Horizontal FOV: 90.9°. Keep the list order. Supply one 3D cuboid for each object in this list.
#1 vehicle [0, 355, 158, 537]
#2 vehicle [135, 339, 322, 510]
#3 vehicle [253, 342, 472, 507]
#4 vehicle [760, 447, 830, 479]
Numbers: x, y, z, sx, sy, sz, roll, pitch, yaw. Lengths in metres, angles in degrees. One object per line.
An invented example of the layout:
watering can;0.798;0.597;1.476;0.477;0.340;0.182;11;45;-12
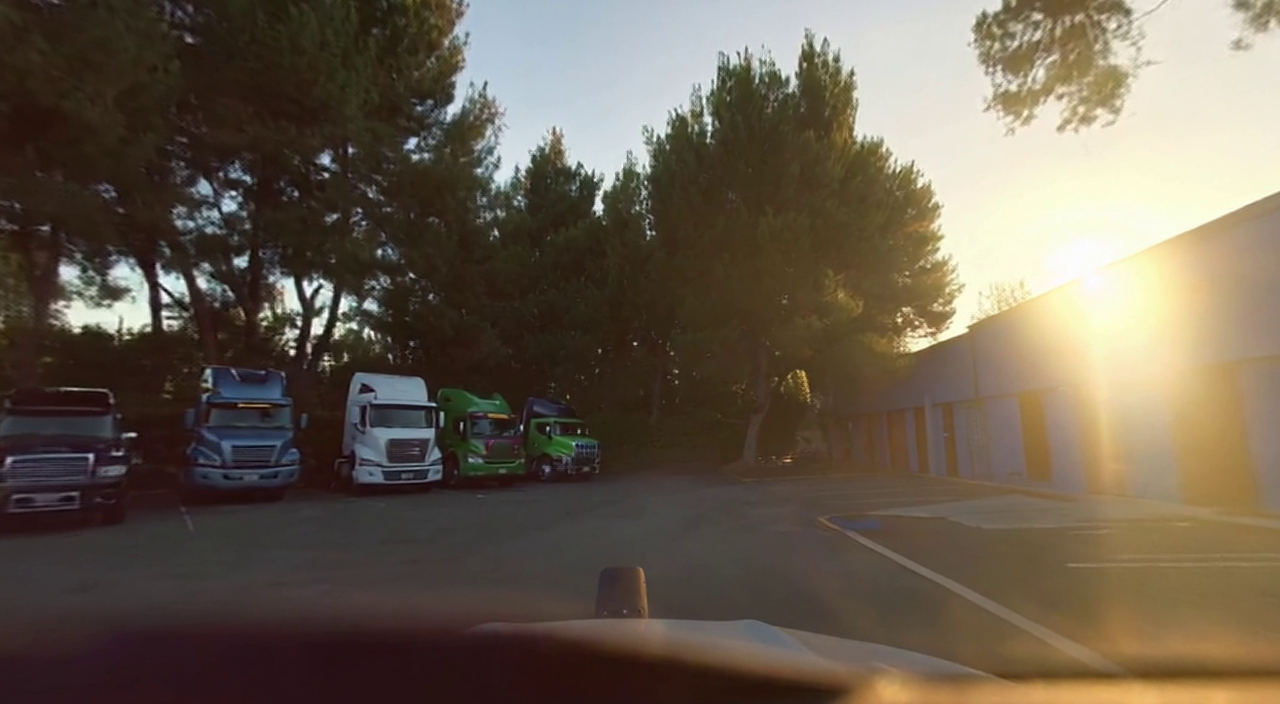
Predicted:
vehicle;-12.741;2.083;13.846;2.674;3.007;7.819;7;-12;-40
vehicle;-13.257;2.445;19.596;3.038;3.871;11.512;7;-12;-40
vehicle;-9.829;2.623;21.051;2.948;4.069;11.906;8;-12;-41
vehicle;7.927;5.605;32.127;3.473;1.506;1.809;8;-12;-44
